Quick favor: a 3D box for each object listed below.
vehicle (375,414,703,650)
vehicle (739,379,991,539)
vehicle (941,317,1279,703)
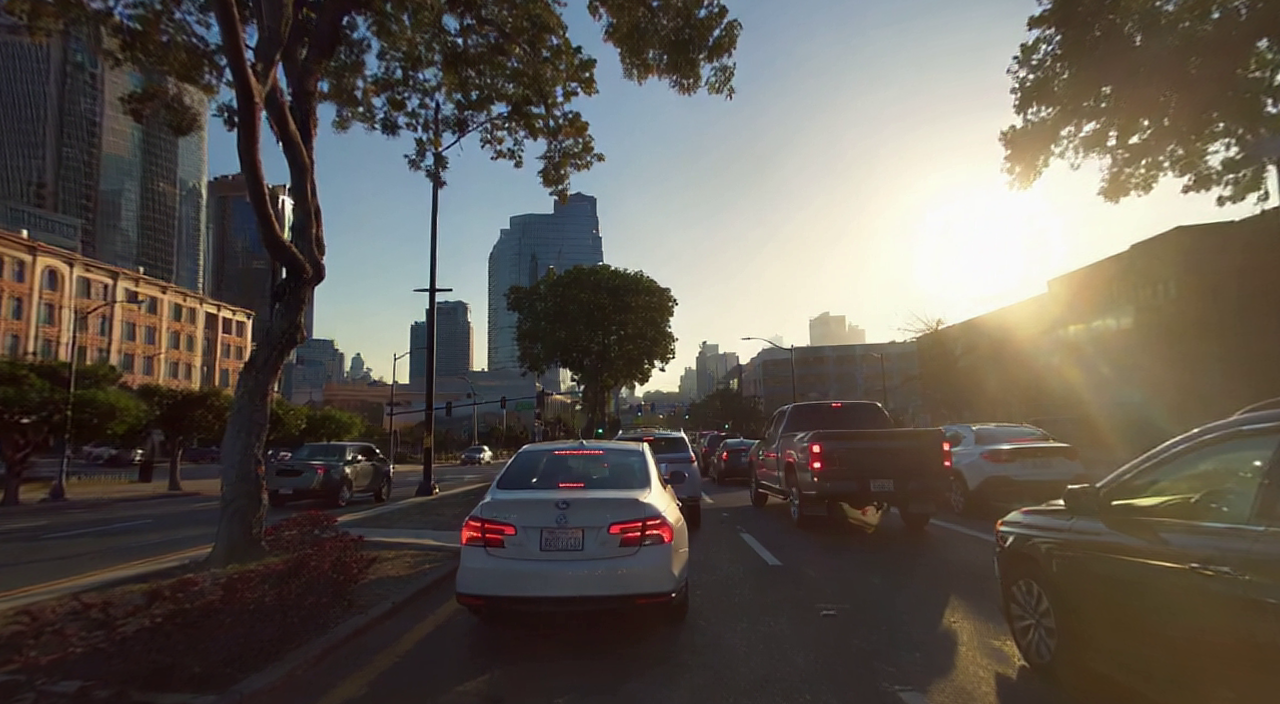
[{"bbox_3d":[-0.610,1.502,6.340,2.172,1.536,4.250,0,-9,2],"label":"vehicle"},{"bbox_3d":[3.554,1.902,11.644,2.497,2.186,5.890,0,-9,0],"label":"vehicle"},{"bbox_3d":[3.164,0.751,2.087,2.024,1.723,4.714,0,-9,1],"label":"vehicle"}]
